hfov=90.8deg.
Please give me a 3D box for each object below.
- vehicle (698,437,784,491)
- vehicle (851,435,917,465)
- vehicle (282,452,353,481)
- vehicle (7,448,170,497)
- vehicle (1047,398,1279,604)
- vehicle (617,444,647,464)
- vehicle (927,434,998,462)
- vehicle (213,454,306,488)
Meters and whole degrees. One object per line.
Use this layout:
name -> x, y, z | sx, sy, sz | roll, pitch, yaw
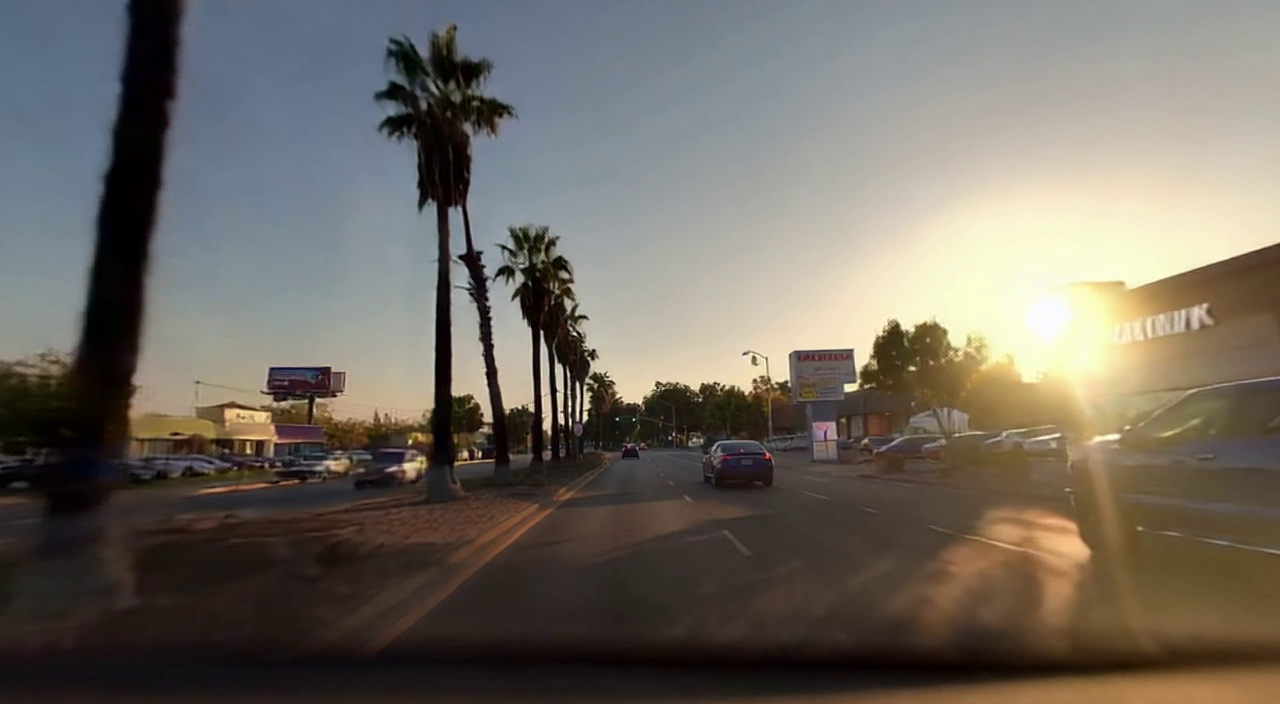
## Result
vehicle -> 3.114, 3.550, 20.425 | 1.889, 1.541, 4.303 | 0, -8, -2
vehicle -> 15.406, 6.215, 40.218 | 2.067, 1.772, 4.910 | 0, -8, -2
vehicle -> -19.476, 6.914, 38.428 | 1.840, 1.524, 4.923 | 0, -8, -2
vehicle -> -24.241, 5.283, 28.220 | 2.112, 1.821, 5.960 | -2, -8, -2
vehicle -> 6.114, 1.171, 4.974 | 2.140, 1.606, 5.437 | 0, -9, -1
vehicle -> -0.671, 7.986, 49.572 | 2.258, 1.468, 4.076 | 0, -8, -2
vehicle -> 20.640, 6.162, 40.619 | 1.925, 1.724, 4.458 | 0, -9, -4
vehicle -> -19.408, 6.060, 32.535 | 1.983, 1.492, 4.904 | 0, -8, -3
